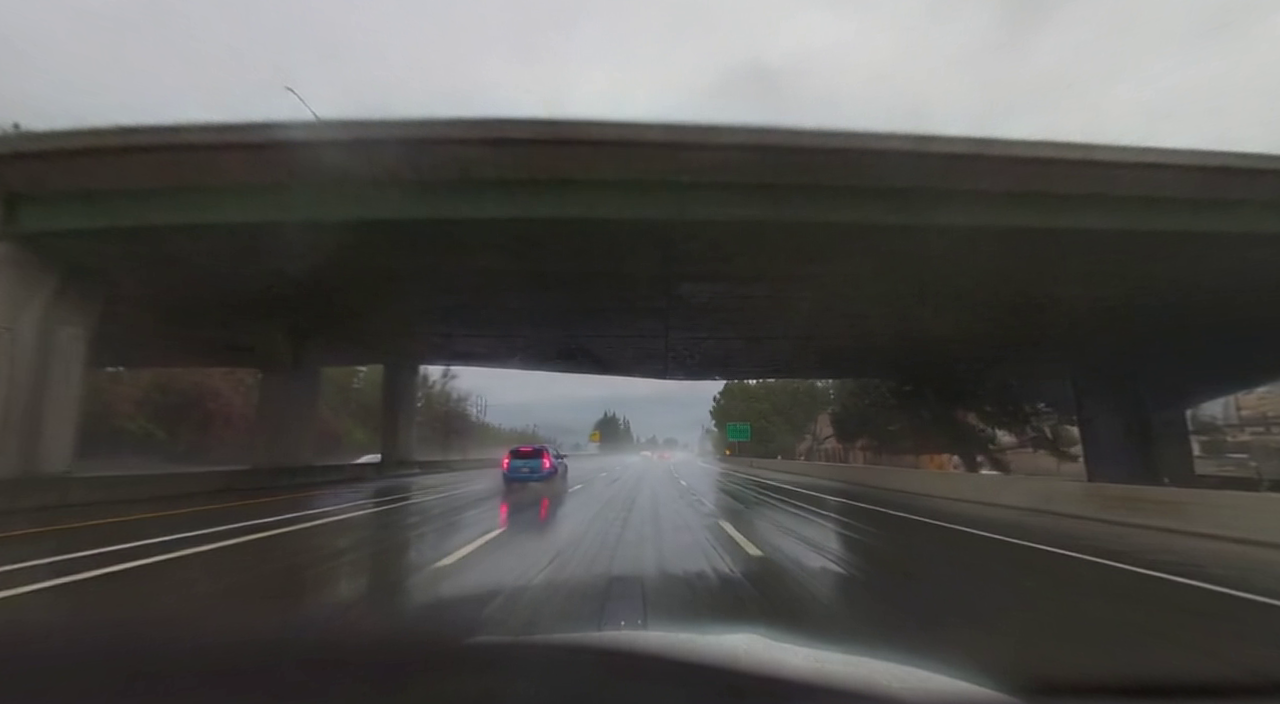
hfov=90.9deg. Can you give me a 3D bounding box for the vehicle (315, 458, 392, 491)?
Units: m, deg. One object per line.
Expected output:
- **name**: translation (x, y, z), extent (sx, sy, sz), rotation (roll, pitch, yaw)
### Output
- **vehicle**: translation (-15.674, 6.683, 34.735), extent (1.994, 1.614, 4.446), rotation (-1, -9, 2)

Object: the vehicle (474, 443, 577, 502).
- **vehicle**: translation (-3.473, 3.777, 20.168), extent (2.274, 1.628, 4.807), rotation (-1, -9, 2)
